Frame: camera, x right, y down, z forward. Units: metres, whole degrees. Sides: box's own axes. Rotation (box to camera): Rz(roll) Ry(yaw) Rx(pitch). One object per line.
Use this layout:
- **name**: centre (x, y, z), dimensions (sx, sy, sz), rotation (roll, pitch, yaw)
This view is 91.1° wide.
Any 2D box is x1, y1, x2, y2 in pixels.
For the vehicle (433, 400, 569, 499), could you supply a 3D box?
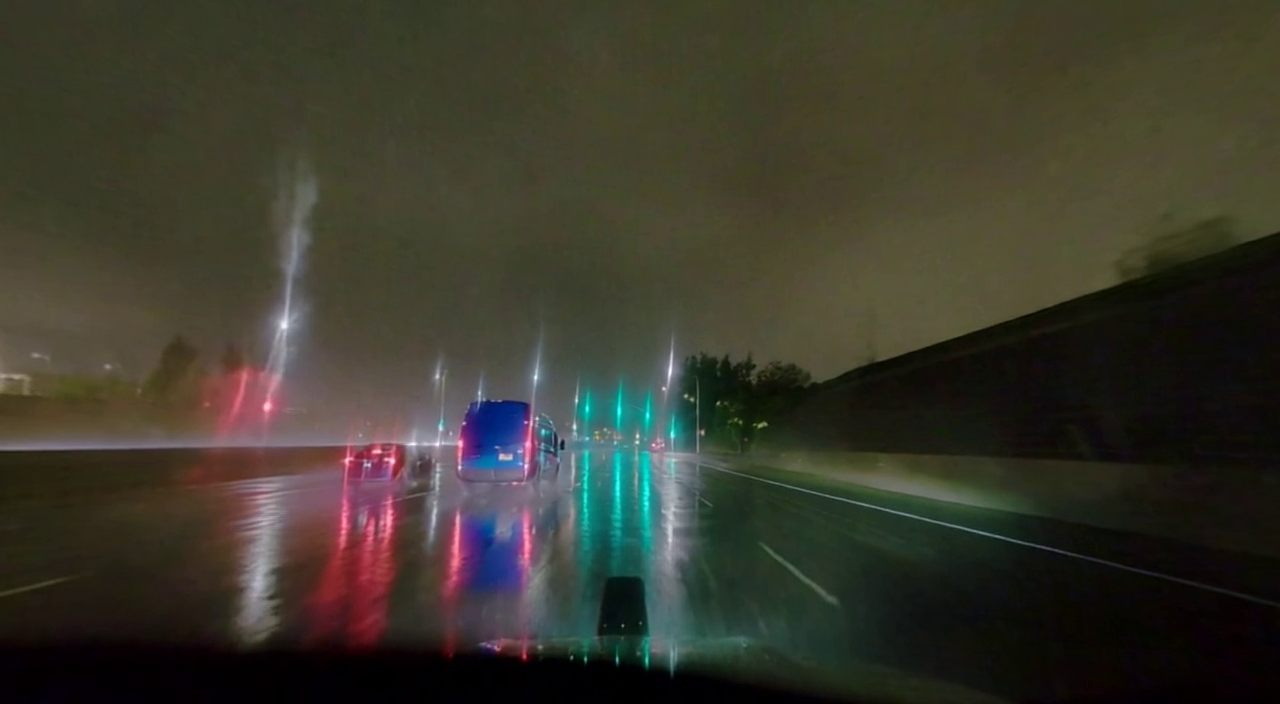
- **vehicle**: centre (-3.472, 2.636, 17.104), dimensions (2.372, 2.248, 5.393), rotation (0, -9, 1)

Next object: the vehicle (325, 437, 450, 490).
- **vehicle**: centre (-7.903, 3.518, 20.253), dimensions (1.987, 1.490, 4.781), rotation (0, -8, 1)
